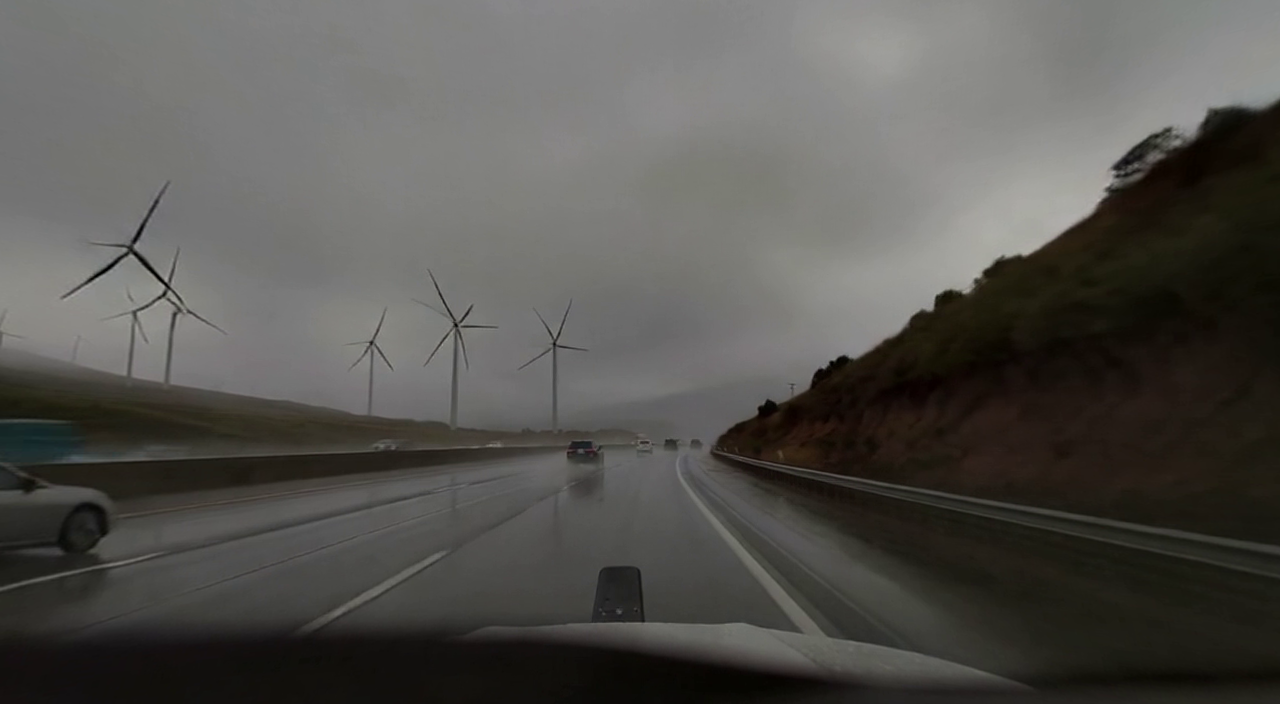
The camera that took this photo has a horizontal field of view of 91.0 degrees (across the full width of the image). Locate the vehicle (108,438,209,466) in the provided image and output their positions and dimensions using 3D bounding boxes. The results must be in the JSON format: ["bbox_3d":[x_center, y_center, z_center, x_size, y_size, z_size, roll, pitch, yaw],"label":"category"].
[{"bbox_3d":[-28.188,5.862,37.098,1.872,1.541,4.980,0,-9,2],"label":"vehicle"}]

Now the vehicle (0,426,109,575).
[{"bbox_3d":[-7.694,1.382,5.443,2.015,1.537,4.728,0,-9,1],"label":"vehicle"}]

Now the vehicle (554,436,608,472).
[{"bbox_3d":[-2.934,5.202,32.348,2.118,1.702,4.355,0,-8,3],"label":"vehicle"}]
